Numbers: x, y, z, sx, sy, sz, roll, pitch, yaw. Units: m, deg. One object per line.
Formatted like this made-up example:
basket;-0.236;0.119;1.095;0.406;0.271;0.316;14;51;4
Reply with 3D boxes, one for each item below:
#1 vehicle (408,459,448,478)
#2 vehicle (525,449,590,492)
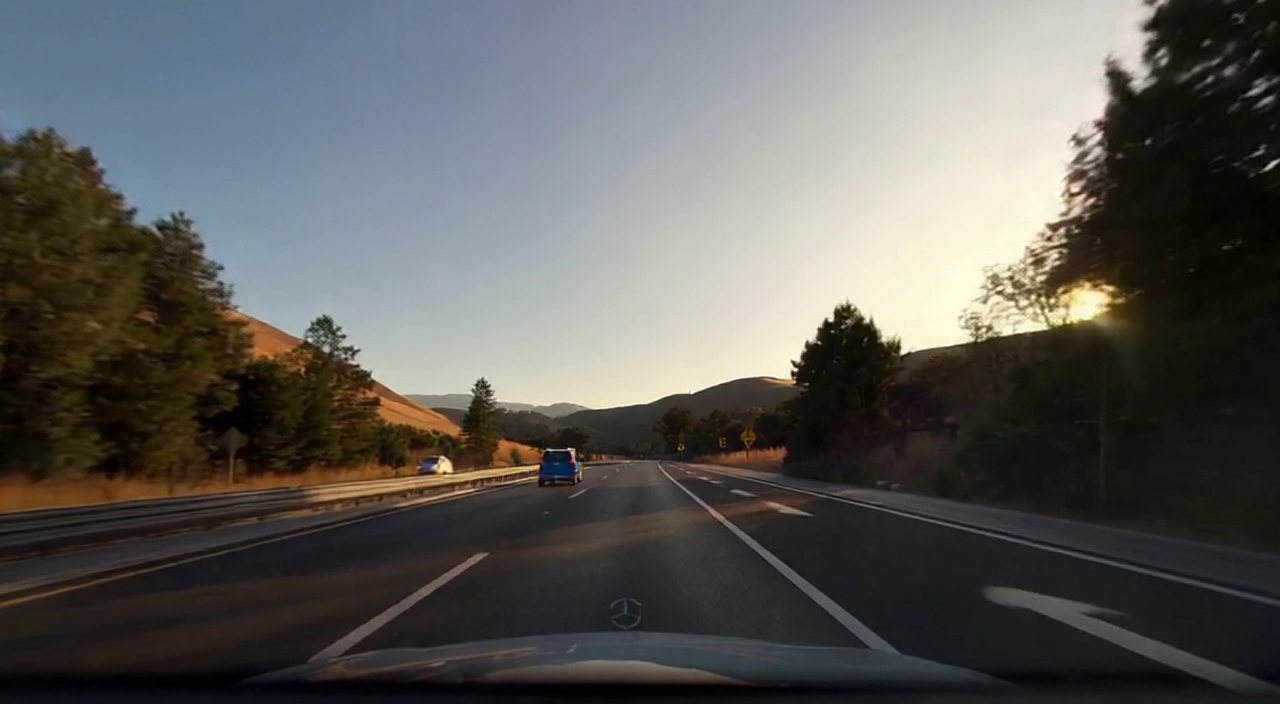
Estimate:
vehicle;-16.565;9.096;49.404;1.719;1.419;3.715;0;-9;1
vehicle;-3.399;4.968;26.875;2.053;1.647;4.252;-1;-9;2
